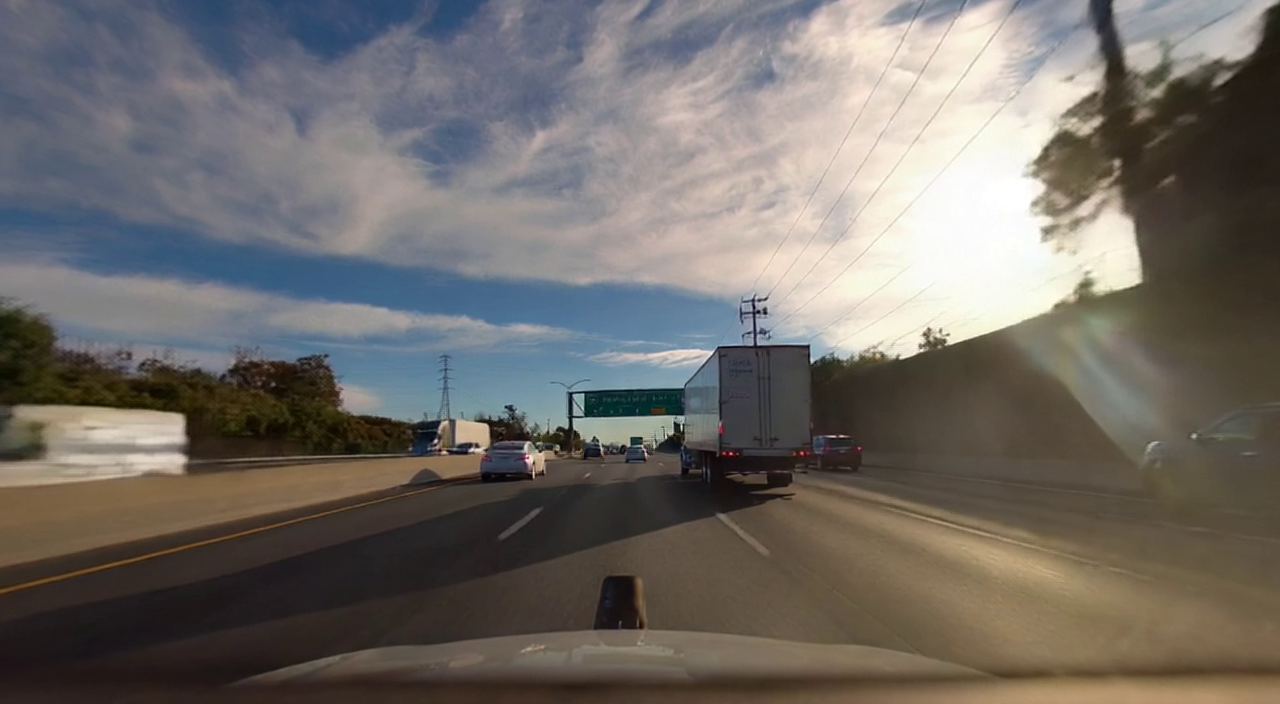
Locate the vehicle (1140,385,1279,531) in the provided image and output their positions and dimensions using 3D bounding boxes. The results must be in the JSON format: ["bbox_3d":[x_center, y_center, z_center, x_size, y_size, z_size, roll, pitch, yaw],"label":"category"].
[{"bbox_3d":[10.706,1.492,8.756,2.420,2.141,5.994,0,-8,-1],"label":"vehicle"}]

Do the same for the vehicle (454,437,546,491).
[{"bbox_3d":[-4.292,3.476,19.971,1.968,1.507,3.829,0,-8,1],"label":"vehicle"}]

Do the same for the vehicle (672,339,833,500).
[{"bbox_3d":[3.292,2.843,24.260,2.907,4.109,16.177,0,-8,-1],"label":"vehicle"}]

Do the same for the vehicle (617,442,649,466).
[{"bbox_3d":[-0.411,6.750,41.882,2.047,1.485,3.938,0,-8,1],"label":"vehicle"}]

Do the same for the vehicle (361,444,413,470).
[{"bbox_3d":[-15.014,6.234,37.550,1.596,1.364,3.442,0,-7,2],"label":"vehicle"}]

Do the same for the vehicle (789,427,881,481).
[{"bbox_3d":[7.539,3.978,24.864,2.079,1.938,4.630,0,-8,-1],"label":"vehicle"}]

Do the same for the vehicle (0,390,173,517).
[{"bbox_3d":[-10.985,1.602,10.006,2.558,1.904,6.041,0,-8,-1],"label":"vehicle"}]
